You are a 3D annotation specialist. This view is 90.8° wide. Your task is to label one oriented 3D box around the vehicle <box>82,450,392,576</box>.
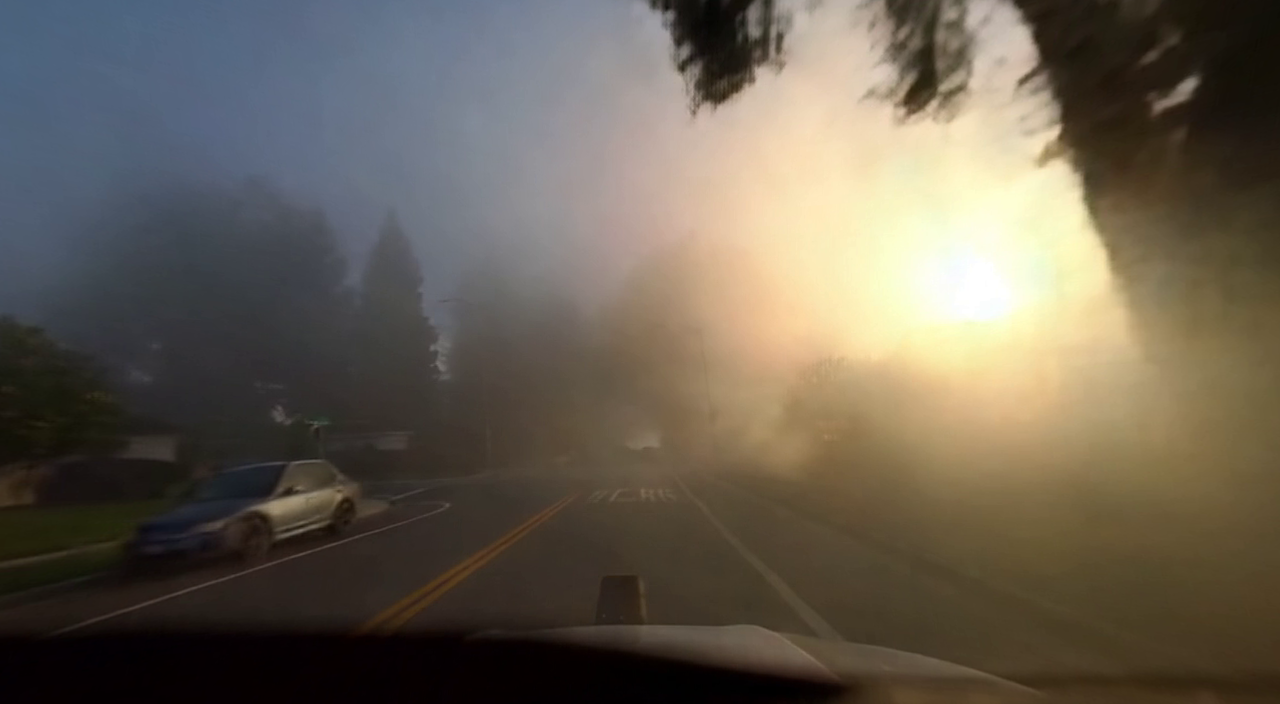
[{"bbox_3d":[-6.814,2.716,11.790,1.984,1.732,5.628,-1,-9,1],"label":"vehicle"}]
